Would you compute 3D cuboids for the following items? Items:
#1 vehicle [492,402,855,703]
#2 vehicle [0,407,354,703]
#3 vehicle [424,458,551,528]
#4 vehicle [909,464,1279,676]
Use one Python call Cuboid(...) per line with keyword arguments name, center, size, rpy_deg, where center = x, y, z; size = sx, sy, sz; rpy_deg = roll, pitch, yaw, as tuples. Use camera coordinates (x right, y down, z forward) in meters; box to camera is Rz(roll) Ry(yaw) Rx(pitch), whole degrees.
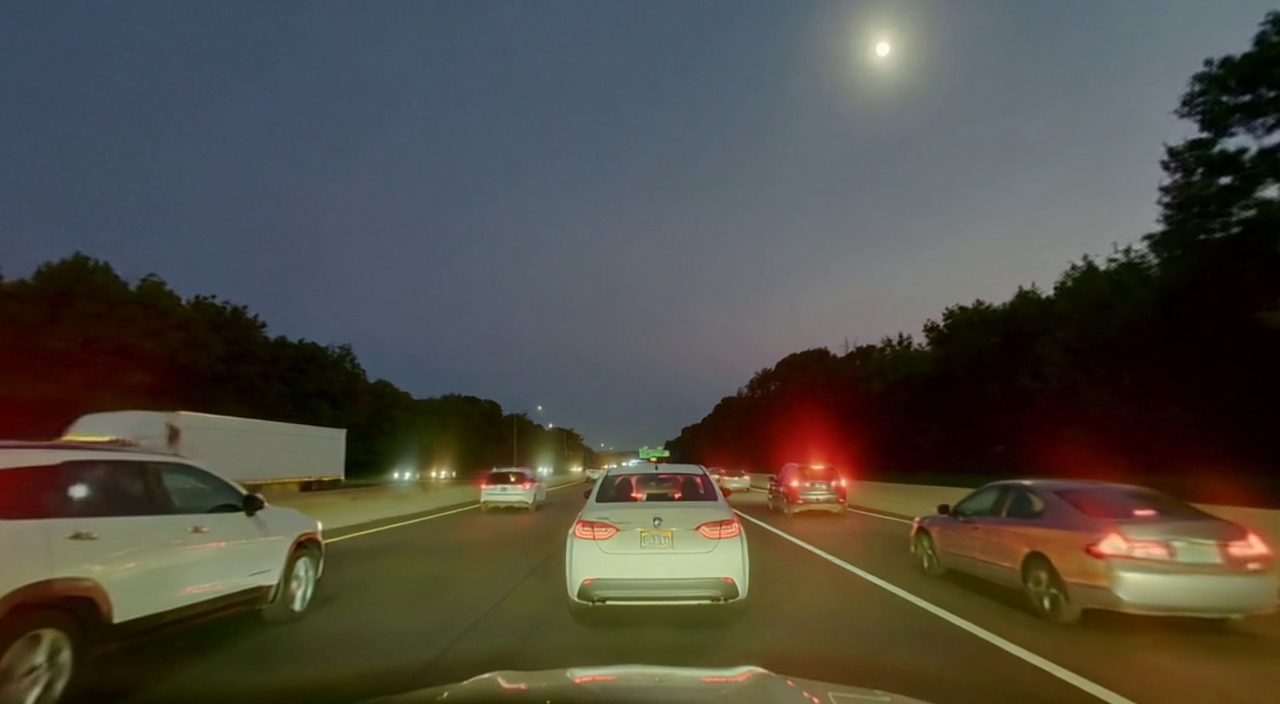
Cuboid(name="vehicle", center=(0.175, 1.546, 5.740), size=(2.057, 1.725, 4.126), rpy_deg=(1, -11, -1))
Cuboid(name="vehicle", center=(-3.914, 1.269, 4.156), size=(1.994, 1.556, 4.263), rpy_deg=(1, -11, 0))
Cuboid(name="vehicle", center=(-3.709, 3.560, 16.299), size=(1.960, 1.502, 4.593), rpy_deg=(0, -11, 3))
Cuboid(name="vehicle", center=(4.600, 1.872, 6.423), size=(1.870, 1.382, 4.287), rpy_deg=(1, -11, 1))
